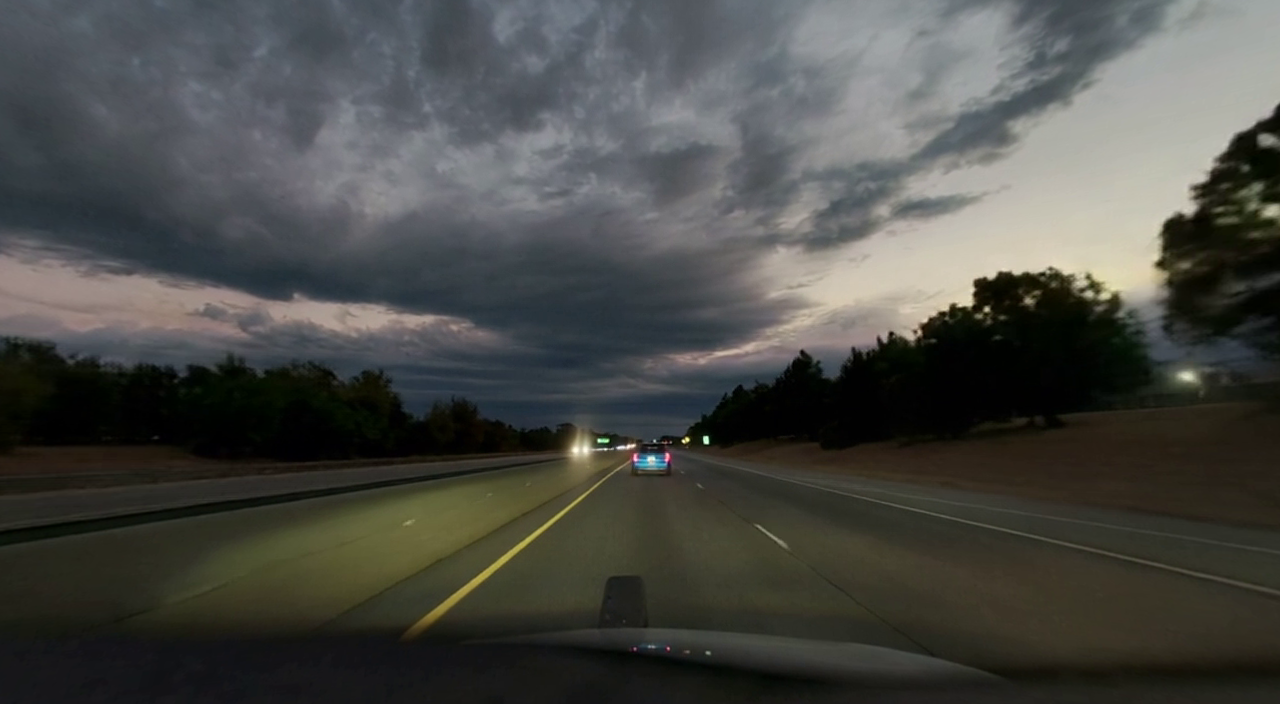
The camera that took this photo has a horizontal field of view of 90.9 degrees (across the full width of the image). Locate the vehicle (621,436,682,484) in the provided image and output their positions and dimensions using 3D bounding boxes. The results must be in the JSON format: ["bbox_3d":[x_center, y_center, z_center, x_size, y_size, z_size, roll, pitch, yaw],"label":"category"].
[{"bbox_3d":[0.413,4.182,24.610,2.190,1.706,4.062,0,-9,0],"label":"vehicle"}]
